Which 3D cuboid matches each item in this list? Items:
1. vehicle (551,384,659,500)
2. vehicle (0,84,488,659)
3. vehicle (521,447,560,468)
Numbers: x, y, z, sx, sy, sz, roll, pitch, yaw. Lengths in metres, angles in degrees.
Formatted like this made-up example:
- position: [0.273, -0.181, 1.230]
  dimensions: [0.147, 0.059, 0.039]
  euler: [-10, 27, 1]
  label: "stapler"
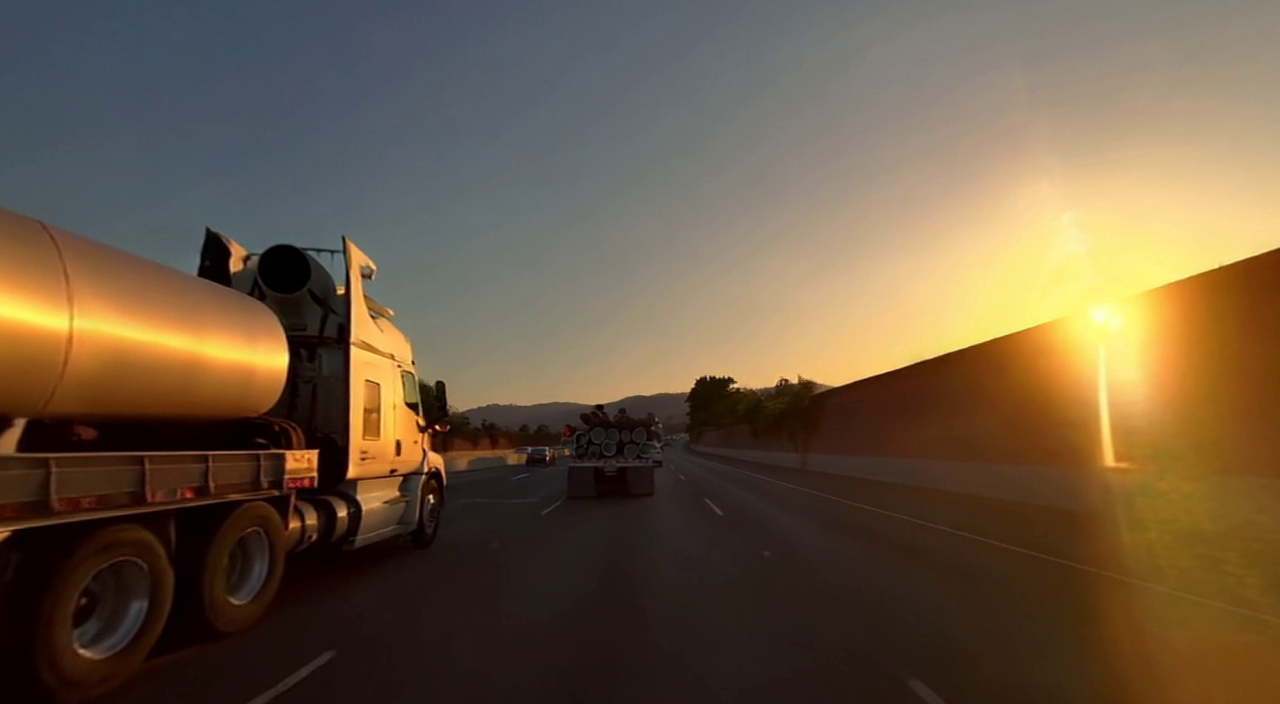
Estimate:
- position: [-1.494, 3.019, 21.188]
  dimensions: [2.798, 3.071, 8.412]
  euler: [1, -8, -9]
  label: "vehicle"
- position: [-4.073, 0.435, 7.251]
  dimensions: [2.998, 3.992, 5.800]
  euler: [0, -8, 1]
  label: "vehicle"
- position: [-7.187, 7.683, 46.077]
  dimensions: [2.006, 1.458, 4.700]
  euler: [0, -8, 1]
  label: "vehicle"
